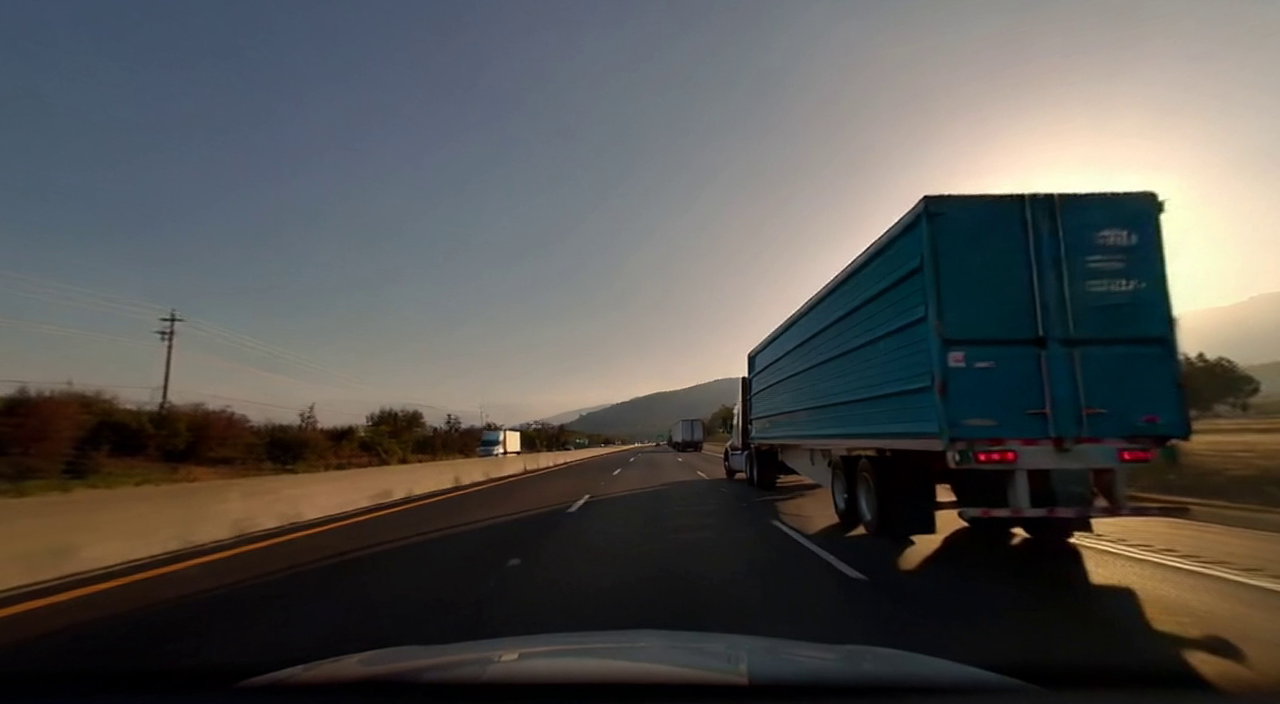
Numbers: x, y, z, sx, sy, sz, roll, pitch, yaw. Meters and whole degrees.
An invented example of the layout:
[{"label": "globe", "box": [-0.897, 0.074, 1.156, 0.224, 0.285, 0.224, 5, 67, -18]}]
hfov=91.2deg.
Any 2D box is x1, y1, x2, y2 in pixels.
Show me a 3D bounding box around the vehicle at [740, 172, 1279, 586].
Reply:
[{"label": "vehicle", "box": [4.879, 1.240, 13.181, 3.485, 3.975, 14.489, 0, -8, 1]}]
